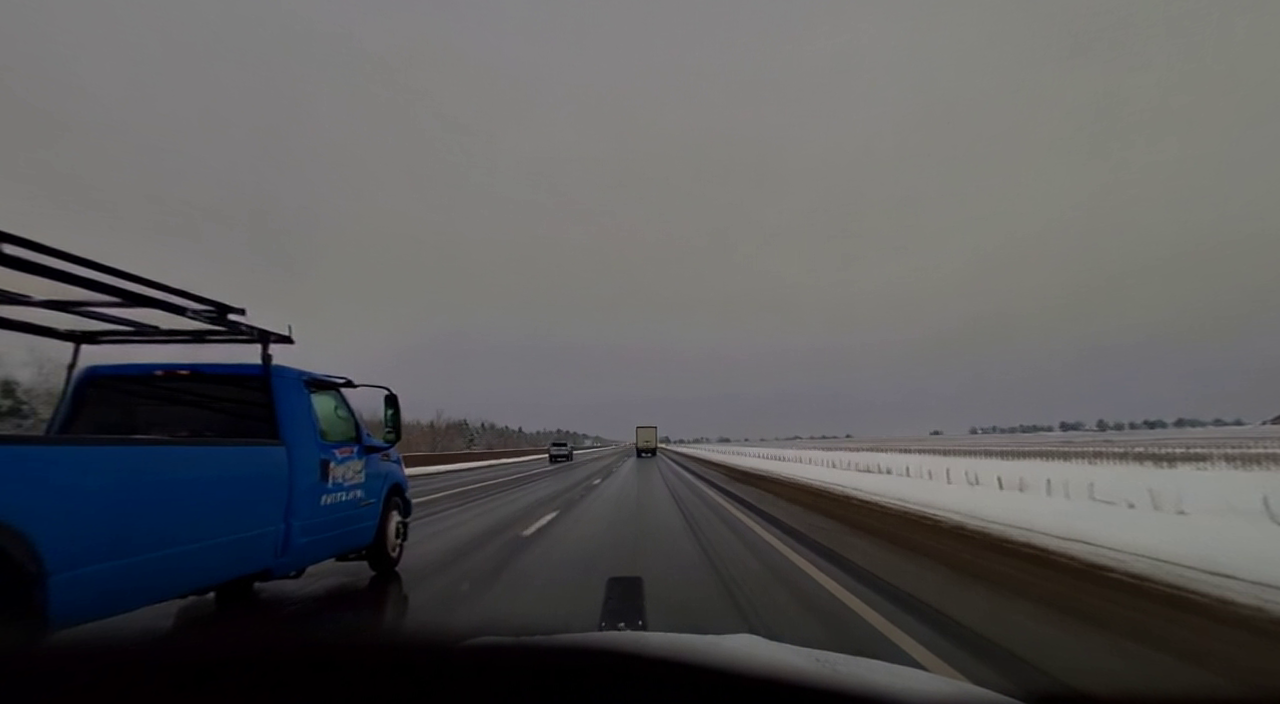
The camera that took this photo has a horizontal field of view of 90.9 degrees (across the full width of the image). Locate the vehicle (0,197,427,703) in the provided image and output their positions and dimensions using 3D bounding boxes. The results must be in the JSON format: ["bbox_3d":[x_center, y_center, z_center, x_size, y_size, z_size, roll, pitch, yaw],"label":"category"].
[{"bbox_3d":[-3.771,0.771,3.503,2.791,2.330,6.725,0,-8,0],"label":"vehicle"}]
